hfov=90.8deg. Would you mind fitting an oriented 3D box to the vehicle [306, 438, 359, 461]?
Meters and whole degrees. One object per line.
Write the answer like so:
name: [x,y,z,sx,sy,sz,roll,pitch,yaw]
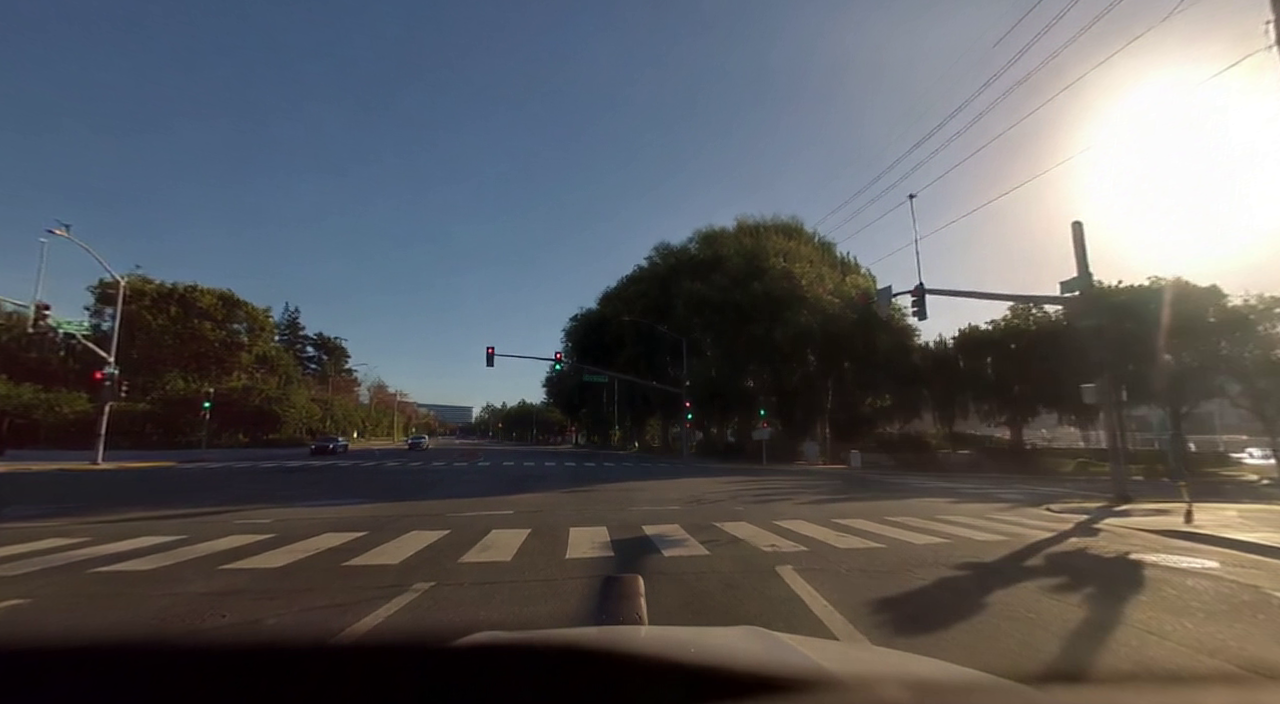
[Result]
vehicle: [-20.808,6.614,42.980,1.918,1.432,4.433,1,-9,-8]
